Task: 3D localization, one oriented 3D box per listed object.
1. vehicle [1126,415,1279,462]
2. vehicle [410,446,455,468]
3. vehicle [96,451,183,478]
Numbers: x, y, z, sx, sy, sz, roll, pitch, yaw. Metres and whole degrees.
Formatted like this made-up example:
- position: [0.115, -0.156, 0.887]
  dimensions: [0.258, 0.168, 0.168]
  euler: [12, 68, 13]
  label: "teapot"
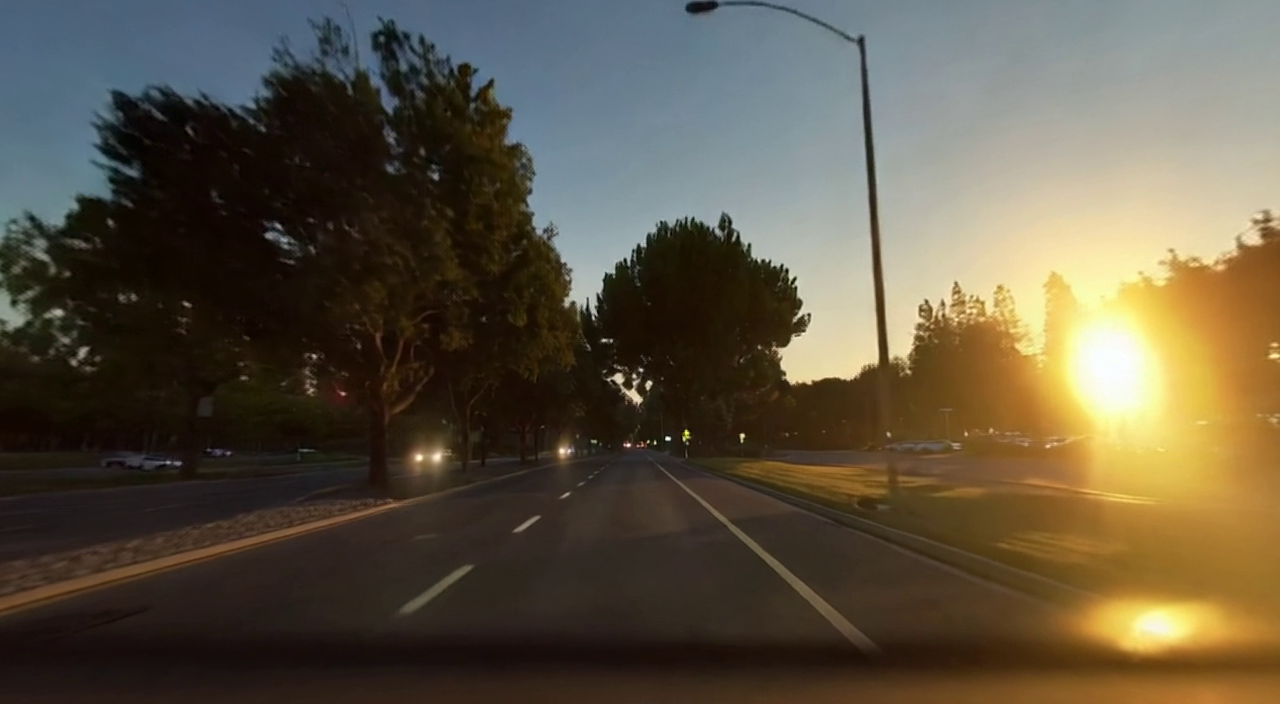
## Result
- position: [24.450, 3.792, 27.401]
  dimensions: [4.814, 1.804, 1.980]
  euler: [-1, -10, -2]
  label: "vehicle"
- position: [-15.603, 7.908, 47.602]
  dimensions: [1.862, 1.507, 4.424]
  euler: [0, -9, 0]
  label: "vehicle"
- position: [-34.491, 7.733, 43.455]
  dimensions: [4.423, 1.705, 1.772]
  euler: [-1, -9, -1]
  label: "vehicle"
